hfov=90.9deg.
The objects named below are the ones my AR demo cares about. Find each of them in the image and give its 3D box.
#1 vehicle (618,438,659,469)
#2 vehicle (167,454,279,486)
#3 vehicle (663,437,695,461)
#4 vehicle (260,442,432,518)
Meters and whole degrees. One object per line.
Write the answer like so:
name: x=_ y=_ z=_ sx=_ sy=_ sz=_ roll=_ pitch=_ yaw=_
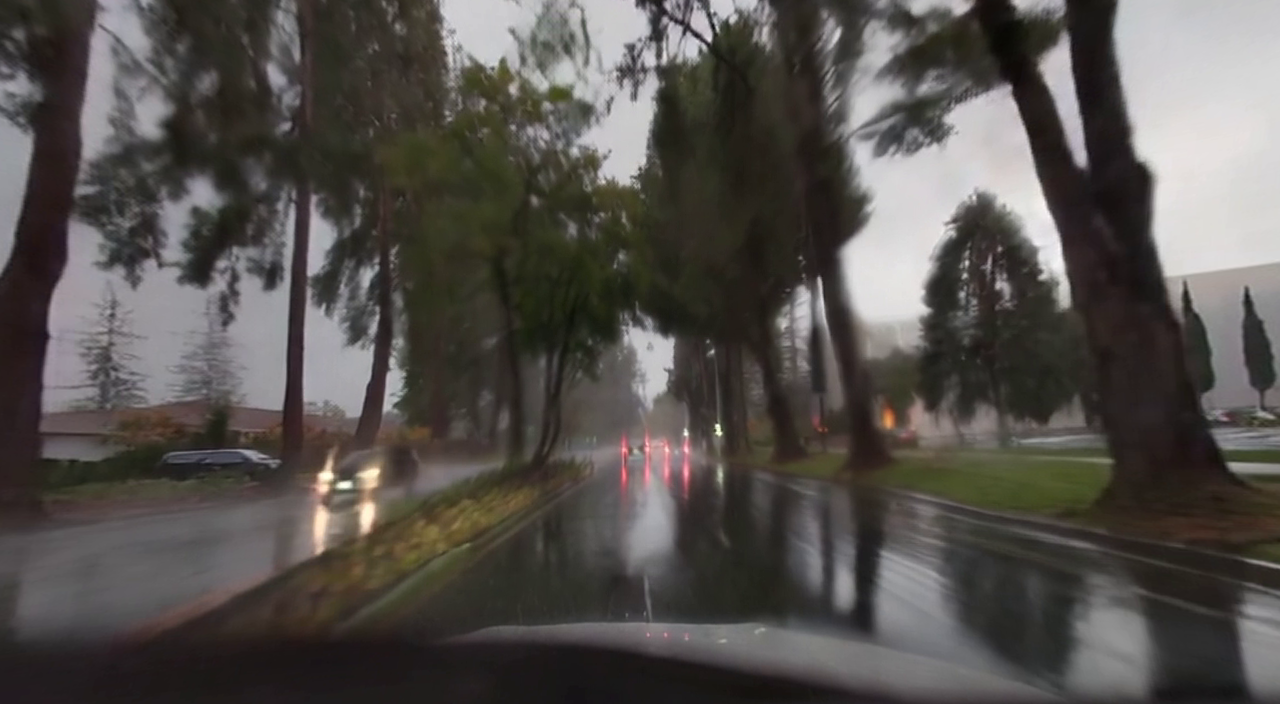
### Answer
vehicle: x=-0.126 y=5.599 z=34.869 sx=2.109 sy=1.612 sz=3.963 roll=0 pitch=-8 yaw=-1
vehicle: x=-22.037 y=6.232 z=33.415 sx=4.589 sy=1.557 sz=1.887 roll=-1 pitch=-8 yaw=1
vehicle: x=3.023 y=7.650 z=49.600 sx=2.189 sy=1.766 sz=4.495 roll=0 pitch=-8 yaw=0
vehicle: x=-6.699 y=2.937 z=15.023 sx=2.020 sy=1.512 sz=4.296 roll=0 pitch=-8 yaw=0
